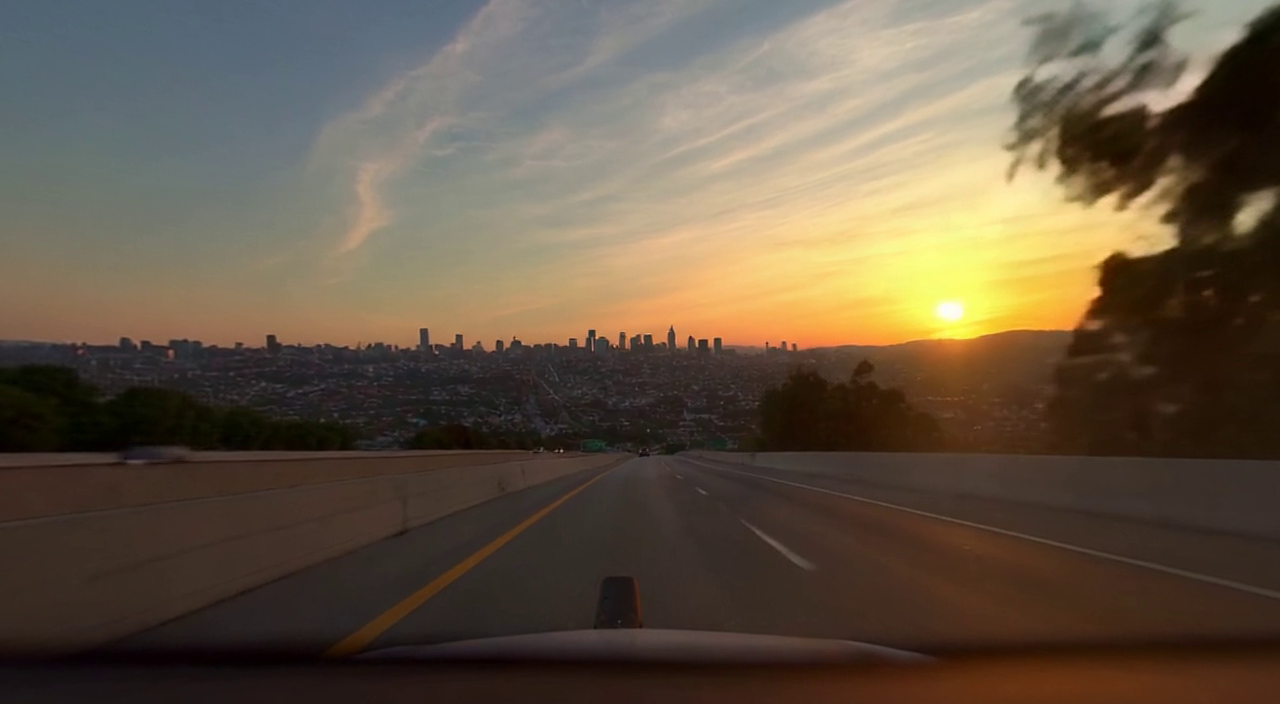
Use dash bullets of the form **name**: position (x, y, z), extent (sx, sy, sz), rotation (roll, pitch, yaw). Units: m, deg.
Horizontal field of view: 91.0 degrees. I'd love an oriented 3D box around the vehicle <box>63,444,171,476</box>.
- **vehicle**: position (-27.468, 5.659, 33.273), extent (1.776, 1.507, 4.684), rotation (0, -8, -2)
